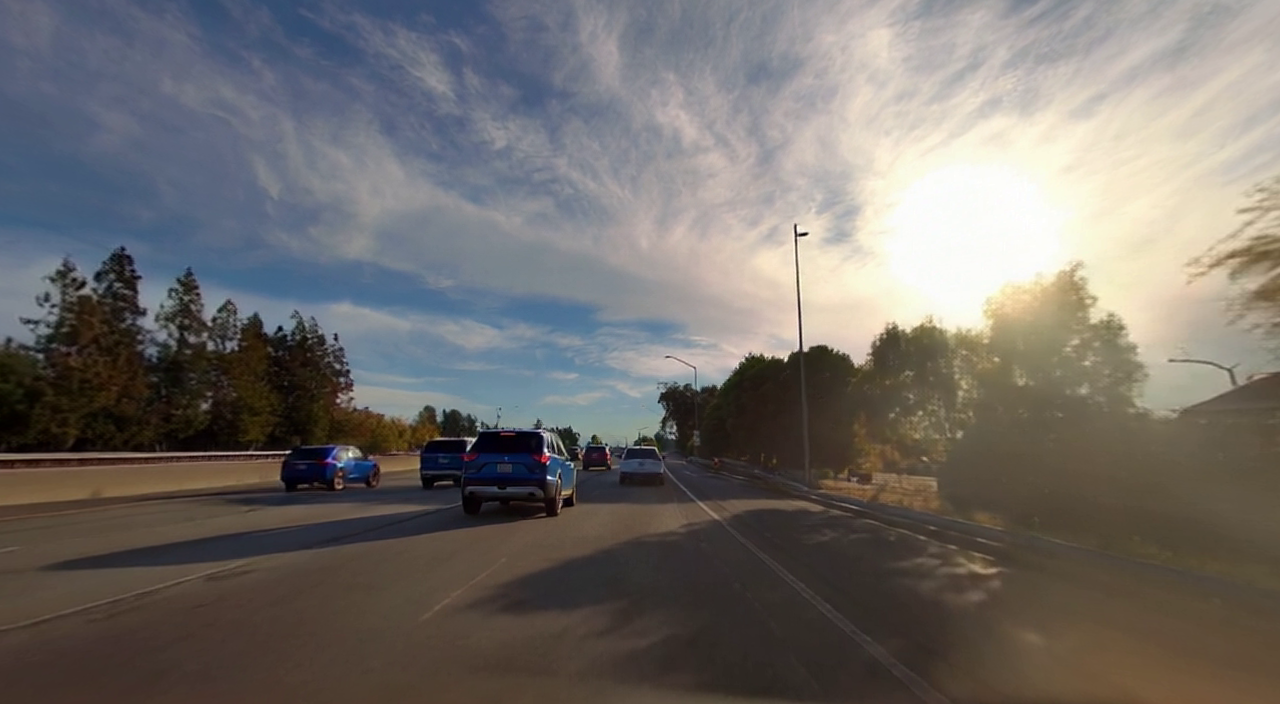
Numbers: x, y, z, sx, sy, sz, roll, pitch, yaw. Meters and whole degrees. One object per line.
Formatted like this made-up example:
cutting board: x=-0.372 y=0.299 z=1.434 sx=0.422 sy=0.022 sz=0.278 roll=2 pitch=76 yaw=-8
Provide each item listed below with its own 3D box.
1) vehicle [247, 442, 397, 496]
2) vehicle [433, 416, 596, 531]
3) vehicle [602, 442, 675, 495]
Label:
vehicle: x=-9.605 y=3.556 z=19.574 sx=2.126 sy=1.480 sz=4.589 roll=0 pitch=-9 yaw=2
vehicle: x=-2.130 y=2.227 z=12.037 sx=2.123 sy=1.798 sz=4.108 roll=0 pitch=-9 yaw=2
vehicle: x=-0.020 y=3.656 z=20.071 sx=2.068 sy=1.488 sz=4.045 roll=0 pitch=-9 yaw=1
